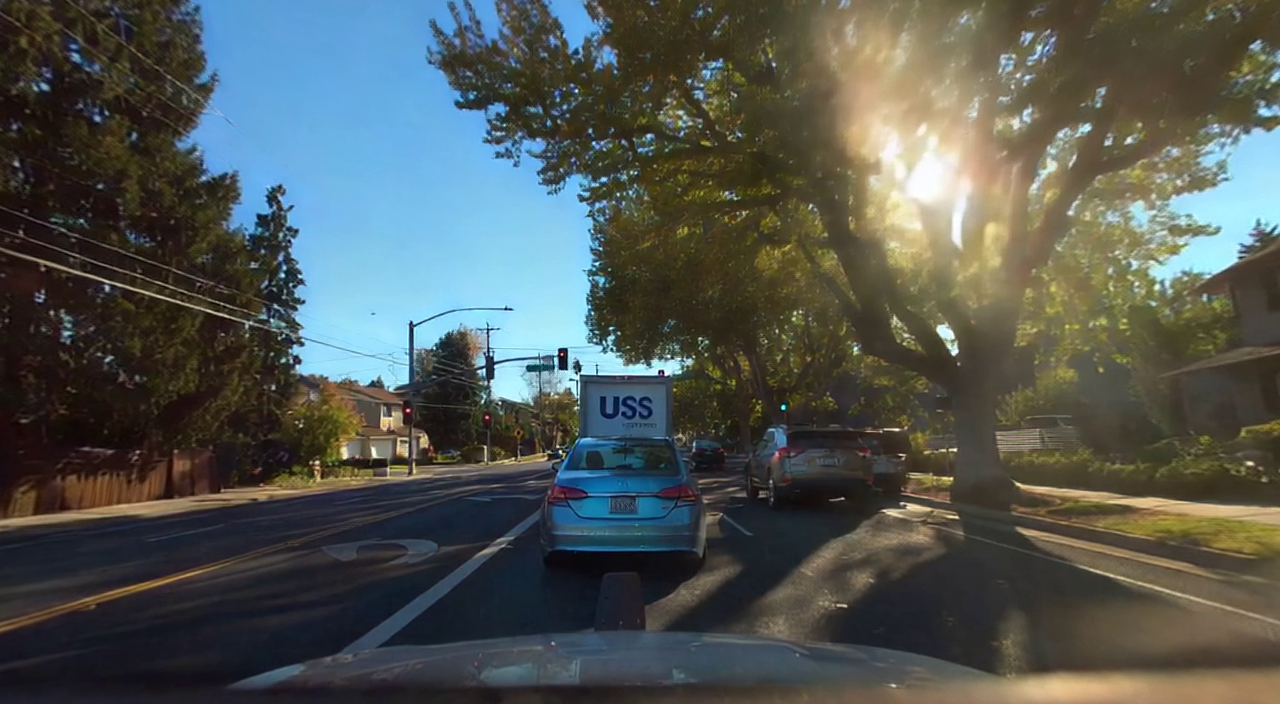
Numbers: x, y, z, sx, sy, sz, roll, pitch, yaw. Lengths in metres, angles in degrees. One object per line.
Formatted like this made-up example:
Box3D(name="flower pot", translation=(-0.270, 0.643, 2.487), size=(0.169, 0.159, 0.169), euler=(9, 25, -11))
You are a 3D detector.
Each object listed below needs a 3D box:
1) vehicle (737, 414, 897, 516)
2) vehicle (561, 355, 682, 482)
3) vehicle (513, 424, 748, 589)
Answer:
Box3D(name="vehicle", translation=(3.598, 2.398, 13.885), size=(2.145, 1.847, 4.524), euler=(0, -8, -1))
Box3D(name="vehicle", translation=(-0.461, 2.214, 19.665), size=(2.993, 3.151, 7.784), euler=(0, -8, 0))
Box3D(name="vehicle", translation=(-0.143, 1.722, 7.935), size=(2.135, 1.483, 4.207), euler=(0, -8, -2))
